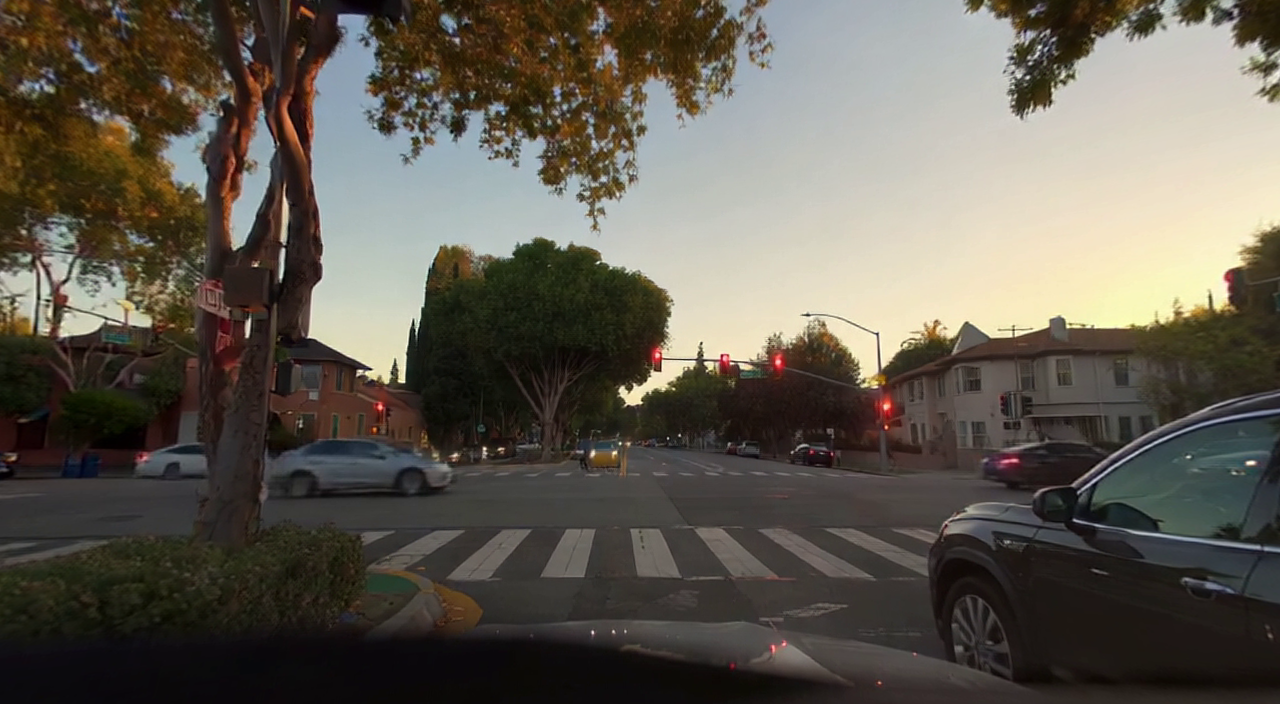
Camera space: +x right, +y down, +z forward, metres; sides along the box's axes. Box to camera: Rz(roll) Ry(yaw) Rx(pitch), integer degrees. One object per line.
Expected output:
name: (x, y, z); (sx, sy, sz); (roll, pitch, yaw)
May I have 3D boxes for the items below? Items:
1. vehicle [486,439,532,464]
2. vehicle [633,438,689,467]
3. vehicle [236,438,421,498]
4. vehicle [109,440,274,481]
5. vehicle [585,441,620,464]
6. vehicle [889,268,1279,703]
vehicle: (-8.979, 6.862, 43.657); (2.028, 1.654, 5.027); (0, -9, 1)
vehicle: (1.384, 6.124, 38.726); (2.130, 1.633, 4.532); (-3, -9, 20)
vehicle: (-8.115, 3.042, 16.758); (3.894, 1.487, 1.863); (0, -8, -1)
vehicle: (-17.027, 4.132, 24.254); (4.689, 1.490, 1.920); (2, -9, -10)
vehicle: (-2.456, 6.715, 42.321); (2.046, 1.491, 4.118); (0, -8, 0)
vehicle: (2.709, 0.705, 1.728); (2.085, 1.800, 4.908); (0, -9, 1)
